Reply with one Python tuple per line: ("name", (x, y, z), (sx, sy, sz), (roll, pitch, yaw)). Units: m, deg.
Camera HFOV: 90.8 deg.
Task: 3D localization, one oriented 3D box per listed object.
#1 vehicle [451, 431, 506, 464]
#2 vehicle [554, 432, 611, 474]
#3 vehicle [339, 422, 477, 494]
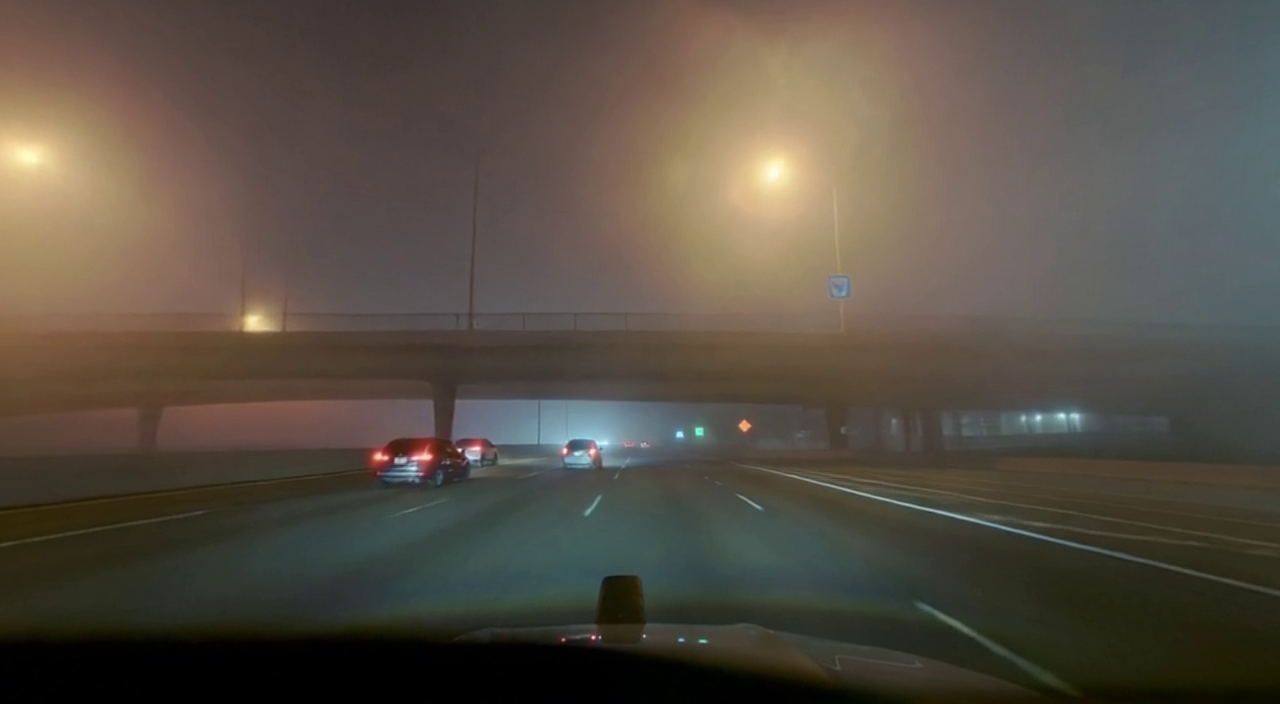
("vehicle", (-9.449, 5.640, 37.385), (1.969, 1.759, 4.758), (0, -8, 1))
("vehicle", (-2.411, 4.390, 27.690), (2.027, 1.697, 4.307), (0, -8, 1))
("vehicle", (-6.318, 2.955, 17.935), (2.015, 1.762, 4.790), (0, -8, 1))
